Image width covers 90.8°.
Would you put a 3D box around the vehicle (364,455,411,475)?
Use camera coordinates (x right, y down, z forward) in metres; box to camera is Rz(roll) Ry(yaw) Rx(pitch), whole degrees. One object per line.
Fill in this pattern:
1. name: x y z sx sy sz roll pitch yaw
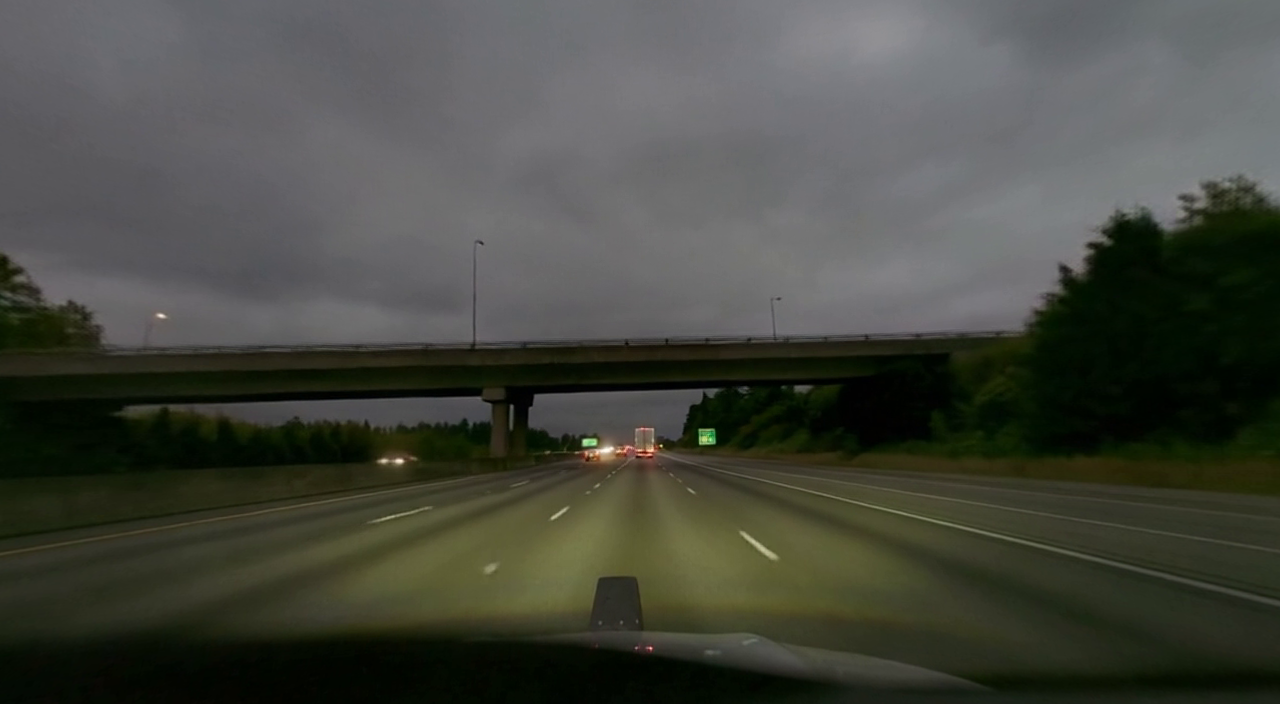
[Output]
1. vehicle: -19.245 8.622 48.271 1.995 1.461 3.744 0 -9 0
